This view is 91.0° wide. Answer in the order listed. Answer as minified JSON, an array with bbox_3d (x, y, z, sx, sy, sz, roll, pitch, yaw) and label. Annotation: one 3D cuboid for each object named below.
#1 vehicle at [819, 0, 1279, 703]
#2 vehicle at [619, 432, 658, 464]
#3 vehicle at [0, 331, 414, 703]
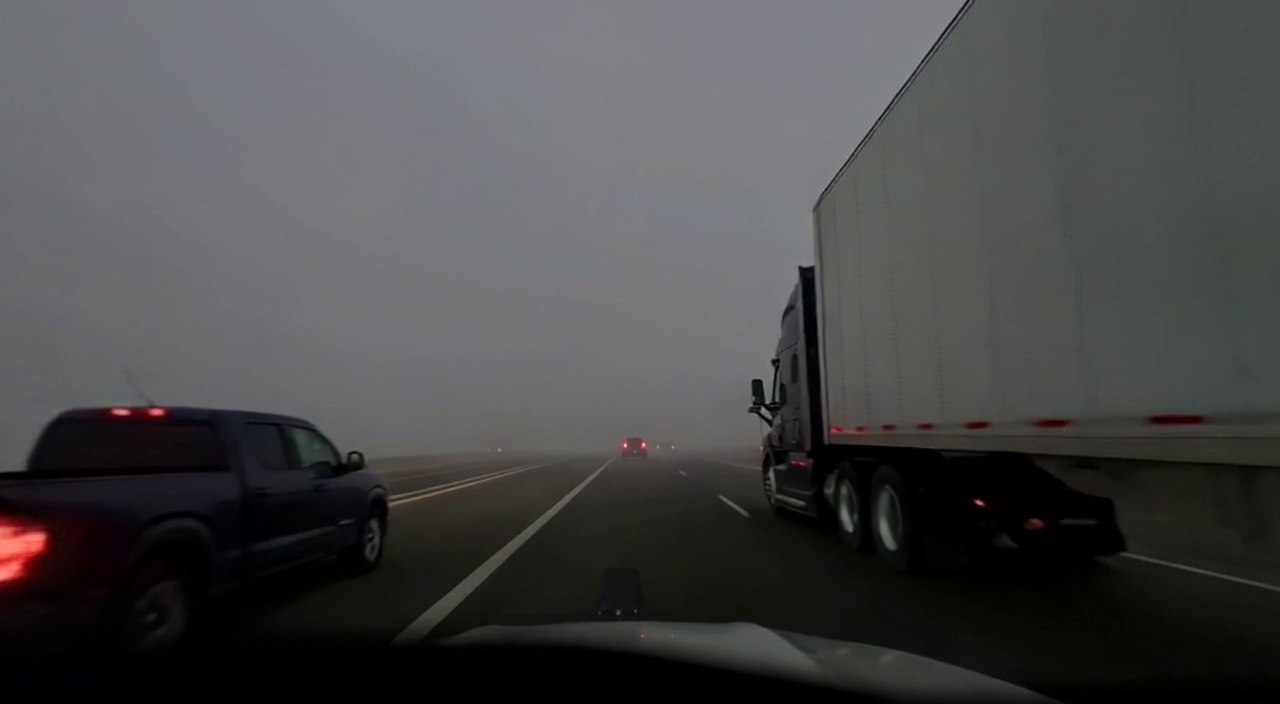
[{"bbox_3d":[3.901,-0.391,1.792,3.469,3.881,10.805,-1,-8,0],"label":"vehicle"},{"bbox_3d":[-0.188,6.448,42.316,2.456,2.007,4.728,0,-8,-2],"label":"vehicle"},{"bbox_3d":[-3.615,1.117,4.560,2.326,1.761,4.450,-1,-8,0],"label":"vehicle"}]
